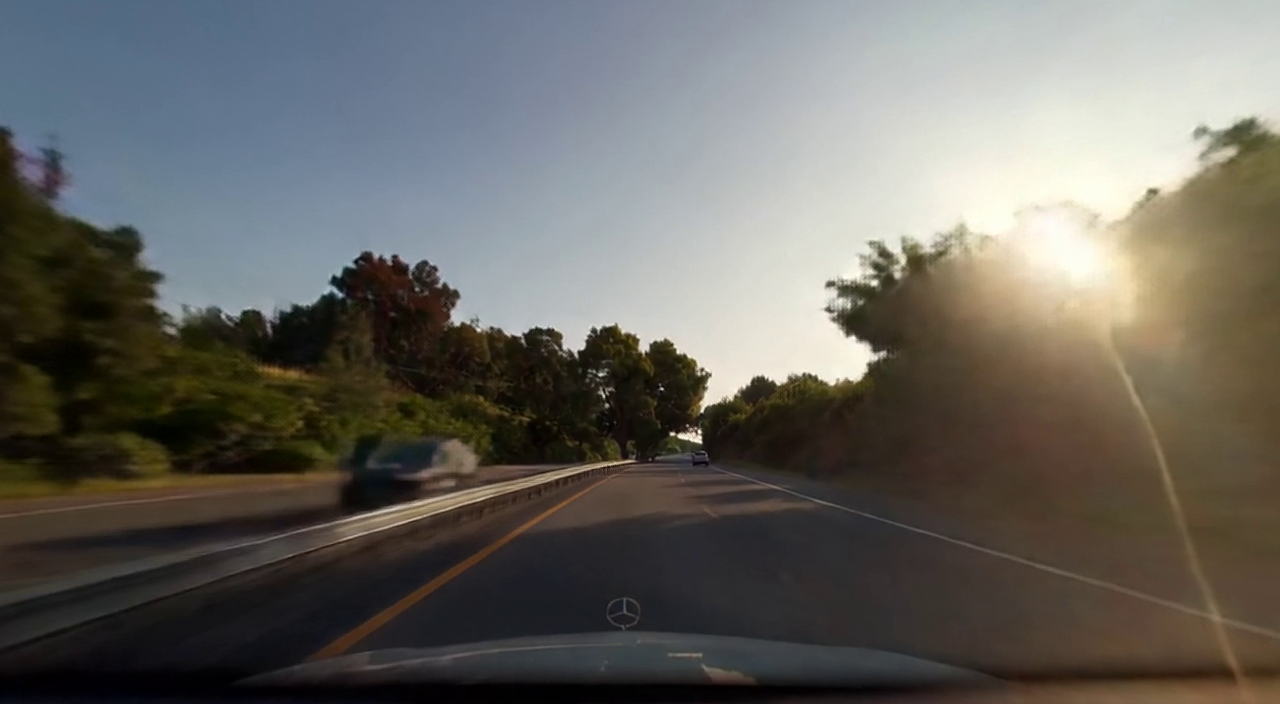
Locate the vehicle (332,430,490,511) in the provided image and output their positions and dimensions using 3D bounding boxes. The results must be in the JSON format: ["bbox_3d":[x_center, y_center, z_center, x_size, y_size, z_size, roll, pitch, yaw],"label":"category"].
[{"bbox_3d":[-5.683,2.995,16.538,2.220,1.780,4.870,0,-8,1],"label":"vehicle"}]
